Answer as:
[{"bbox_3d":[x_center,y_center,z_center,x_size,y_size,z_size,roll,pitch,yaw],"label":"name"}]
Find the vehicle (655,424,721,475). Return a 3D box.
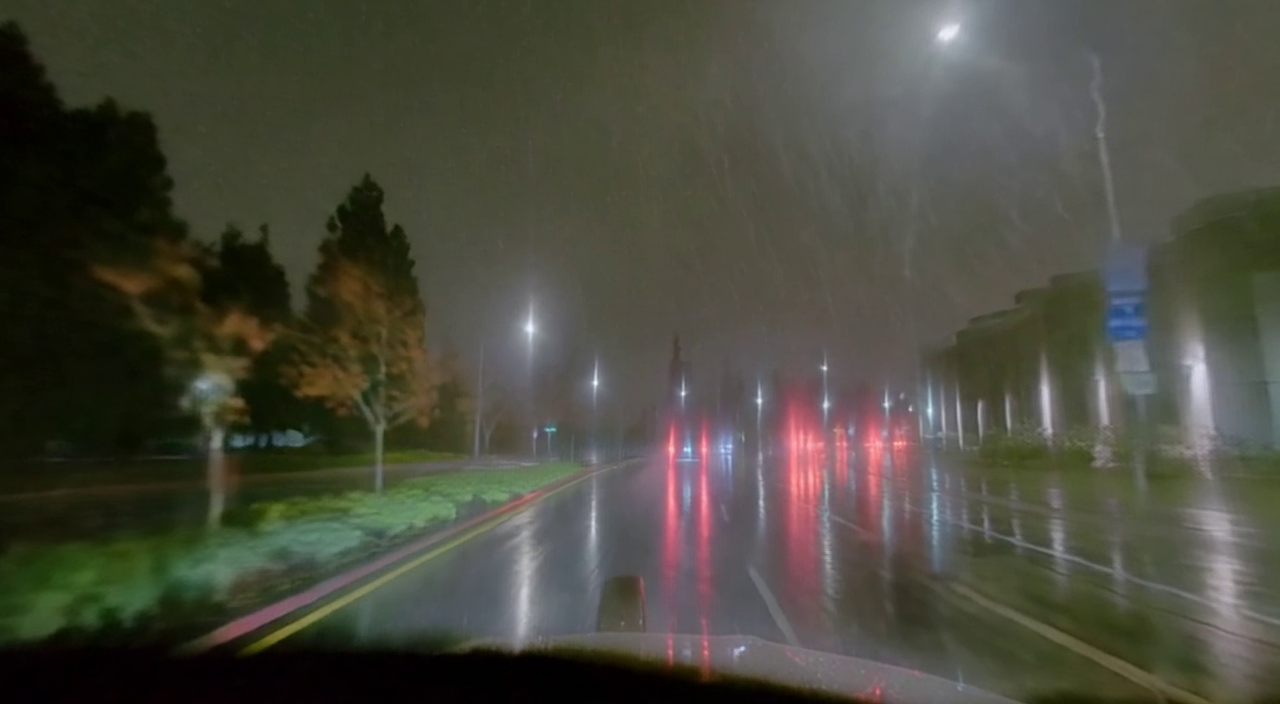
[{"bbox_3d":[2.183,4.145,26.979,2.371,1.926,5.615,-1,-8,9],"label":"vehicle"}]
